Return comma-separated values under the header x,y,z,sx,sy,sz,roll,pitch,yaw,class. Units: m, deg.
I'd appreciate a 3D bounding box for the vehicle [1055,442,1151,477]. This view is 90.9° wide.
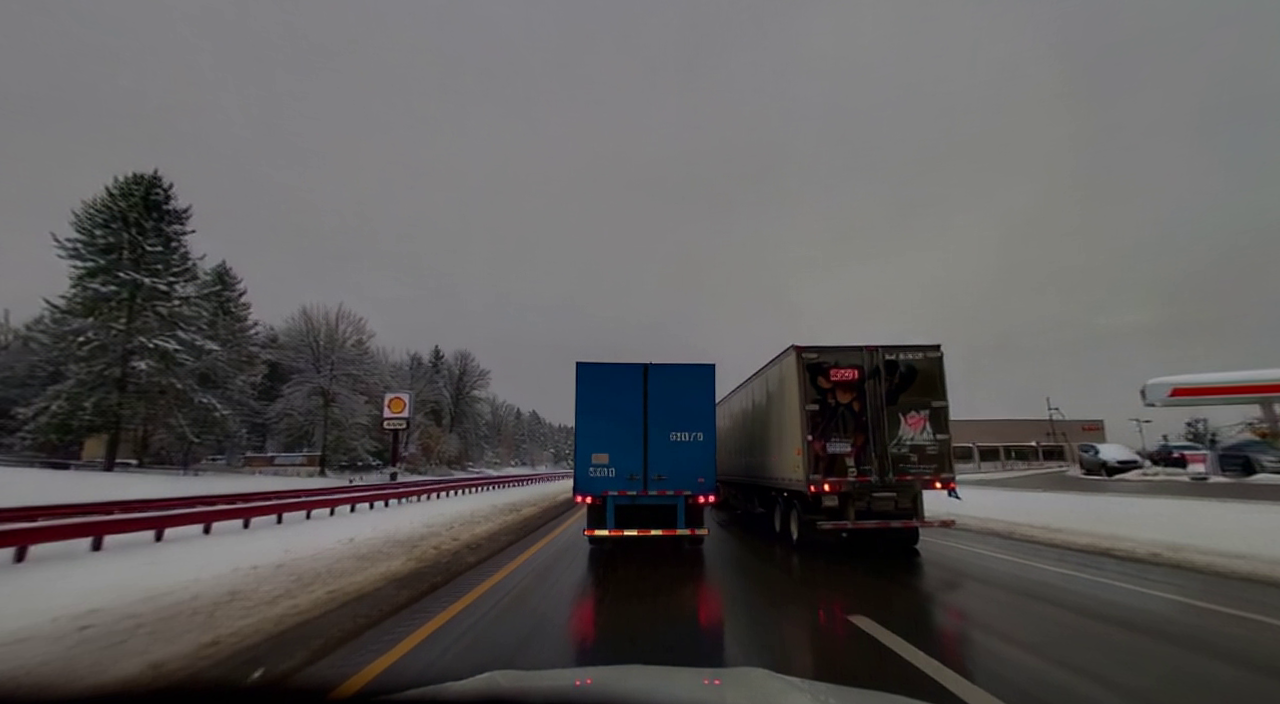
x,y,z,sx,sy,sz,roll,pitch,yaw,class
24.703,5.801,33.835,1.919,1.722,4.024,1,-10,-2,vehicle

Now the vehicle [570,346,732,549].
x,y,z,sx,sy,sz,roll,pitch,yaw,class
0.136,2.327,14.756,2.618,3.306,8.676,1,-10,-1,vehicle

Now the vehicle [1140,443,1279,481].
x,y,z,sx,sy,sz,roll,pitch,yaw,class
24.593,4.762,27.219,1.762,1.470,4.485,3,-11,-10,vehicle

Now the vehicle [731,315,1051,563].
x,y,z,sx,sy,sz,roll,pitch,yaw,class
4.360,2.090,14.062,2.936,3.640,9.443,1,-10,-2,vehicle
